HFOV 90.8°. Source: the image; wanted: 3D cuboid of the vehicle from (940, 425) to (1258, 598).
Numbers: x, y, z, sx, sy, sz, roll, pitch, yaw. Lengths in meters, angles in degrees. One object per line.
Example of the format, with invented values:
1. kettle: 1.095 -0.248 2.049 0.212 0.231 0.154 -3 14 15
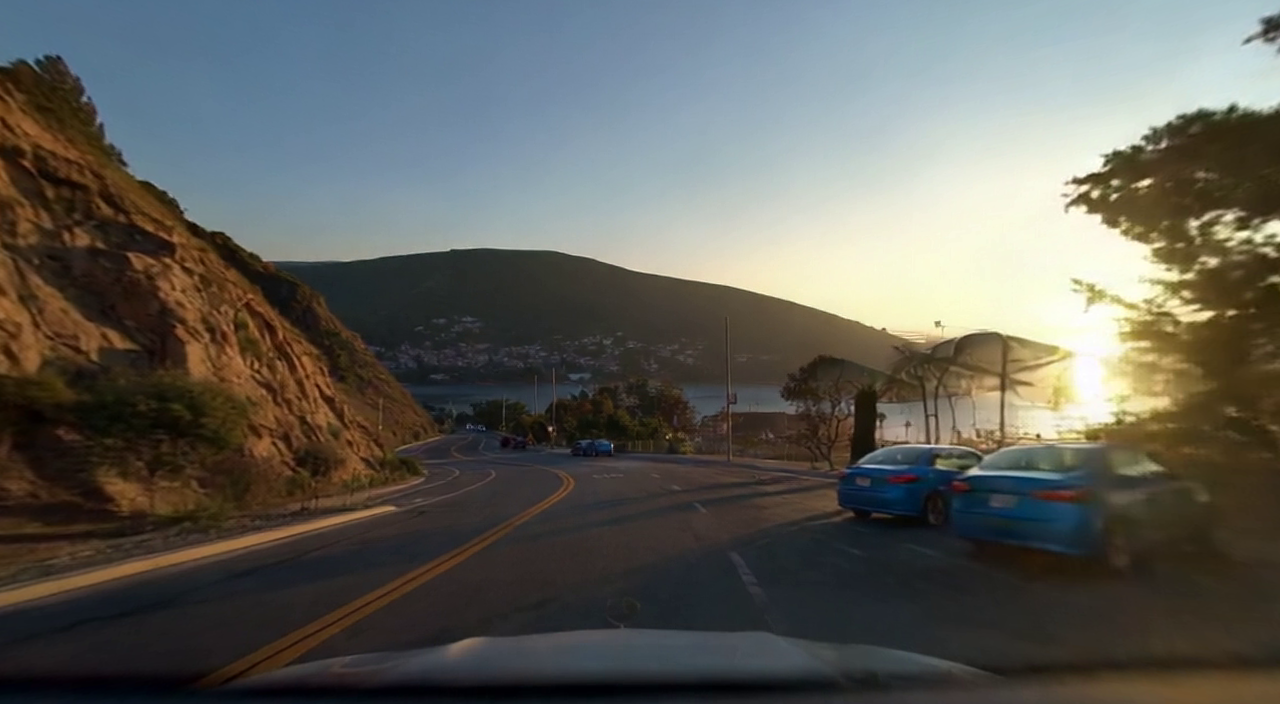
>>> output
1. vehicle: 5.892 1.742 7.902 4.609 1.505 2.061 7 -11 -40
